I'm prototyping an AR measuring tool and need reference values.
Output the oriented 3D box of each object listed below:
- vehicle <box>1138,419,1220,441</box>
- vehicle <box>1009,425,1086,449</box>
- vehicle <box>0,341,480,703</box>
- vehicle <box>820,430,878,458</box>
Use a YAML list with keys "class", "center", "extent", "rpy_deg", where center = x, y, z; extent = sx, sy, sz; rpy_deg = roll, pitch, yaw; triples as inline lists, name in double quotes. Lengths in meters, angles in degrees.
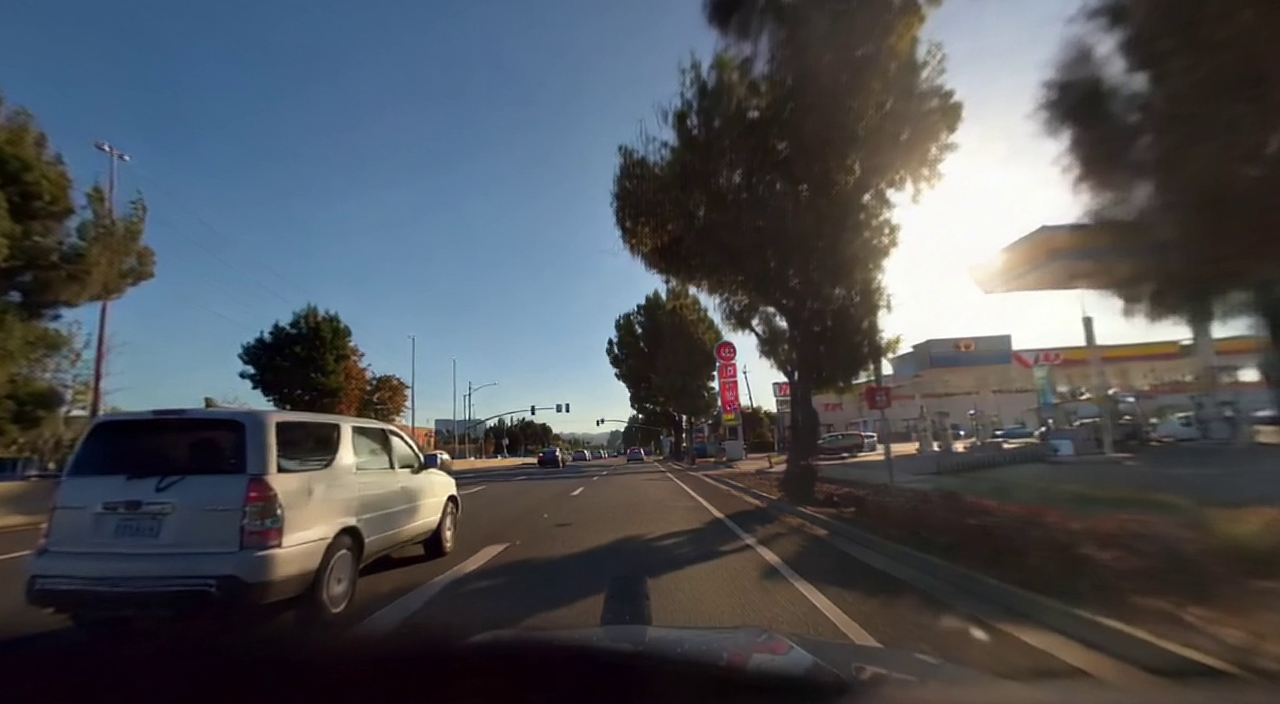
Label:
- class: "vehicle"
  center: [41.549, 6.061, 48.657]
  extent: [4.630, 1.529, 1.759]
  rpy_deg: [-8, -10, 42]
- class: "vehicle"
  center: [30.817, 6.480, 47.714]
  extent: [4.459, 1.605, 1.883]
  rpy_deg: [-10, -12, 44]
- class: "vehicle"
  center: [-3.107, 1.211, 5.368]
  extent: [2.190, 1.844, 4.751]
  rpy_deg: [0, -9, 1]
- class: "vehicle"
  center: [15.829, 7.070, 48.106]
  extent: [2.178, 1.911, 5.852]
  rpy_deg: [-2, -9, -2]
